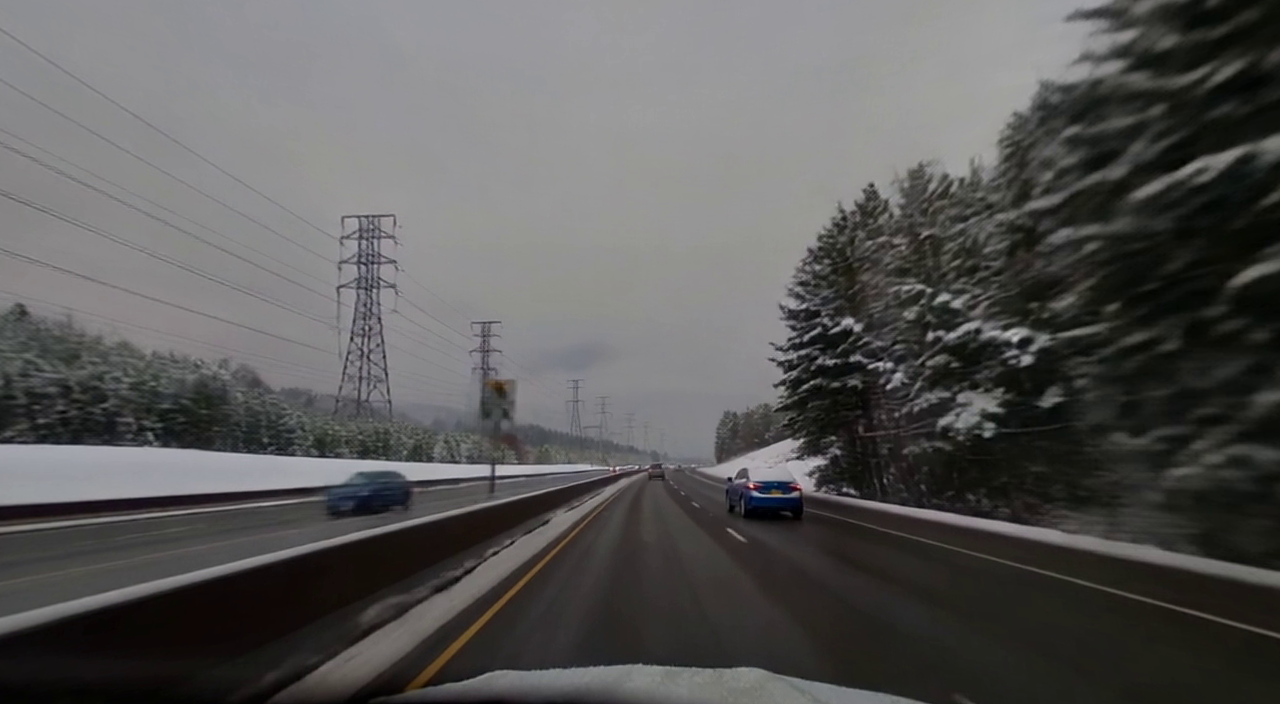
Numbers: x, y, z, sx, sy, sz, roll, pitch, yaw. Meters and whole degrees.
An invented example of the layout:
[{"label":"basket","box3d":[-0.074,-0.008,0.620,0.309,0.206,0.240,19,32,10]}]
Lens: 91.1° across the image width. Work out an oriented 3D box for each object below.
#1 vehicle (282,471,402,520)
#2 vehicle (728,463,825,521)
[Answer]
[{"label":"vehicle","box3d":[-10.395,5.029,22.363,1.994,1.464,4.511,1,-10,1]},{"label":"vehicle","box3d":[3.936,4.123,18.858,1.985,1.521,3.904,1,-10,-1]}]
